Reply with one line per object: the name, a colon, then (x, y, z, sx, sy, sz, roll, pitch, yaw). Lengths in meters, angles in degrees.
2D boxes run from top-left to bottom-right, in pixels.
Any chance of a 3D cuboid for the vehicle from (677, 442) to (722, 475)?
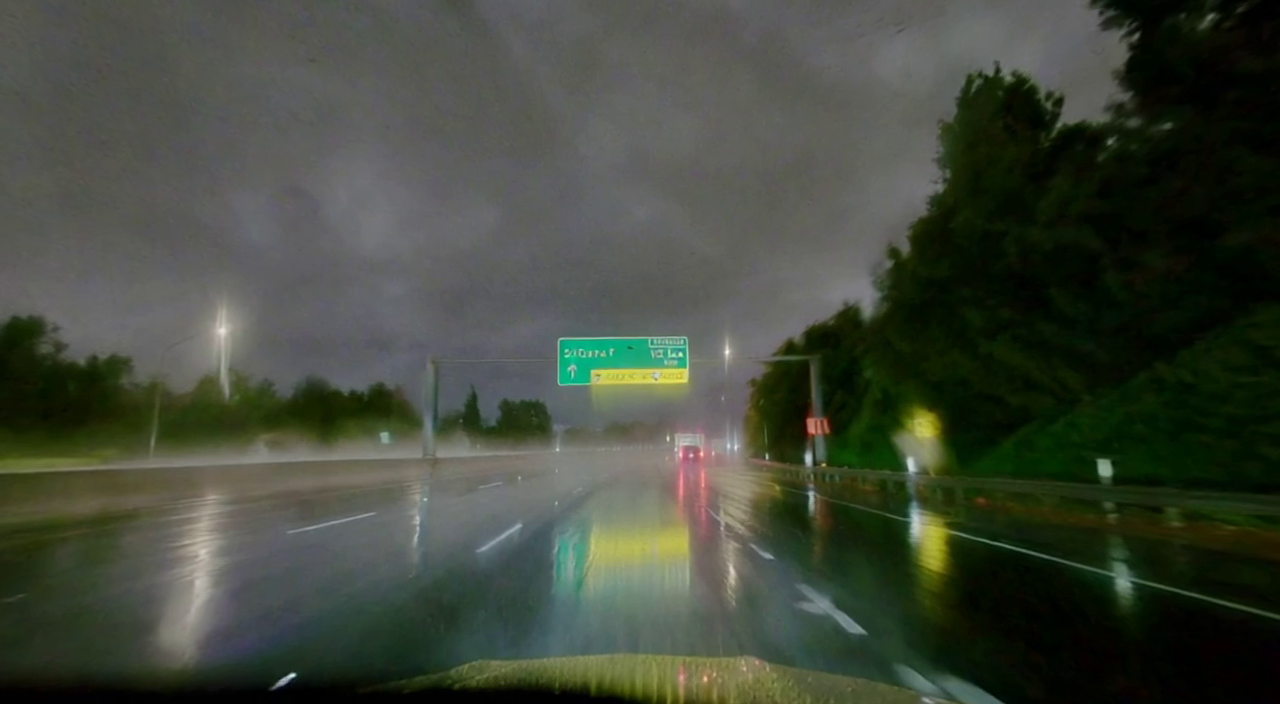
vehicle: (3.484, 6.329, 37.742, 2.225, 1.833, 4.340, 0, -9, 0)
